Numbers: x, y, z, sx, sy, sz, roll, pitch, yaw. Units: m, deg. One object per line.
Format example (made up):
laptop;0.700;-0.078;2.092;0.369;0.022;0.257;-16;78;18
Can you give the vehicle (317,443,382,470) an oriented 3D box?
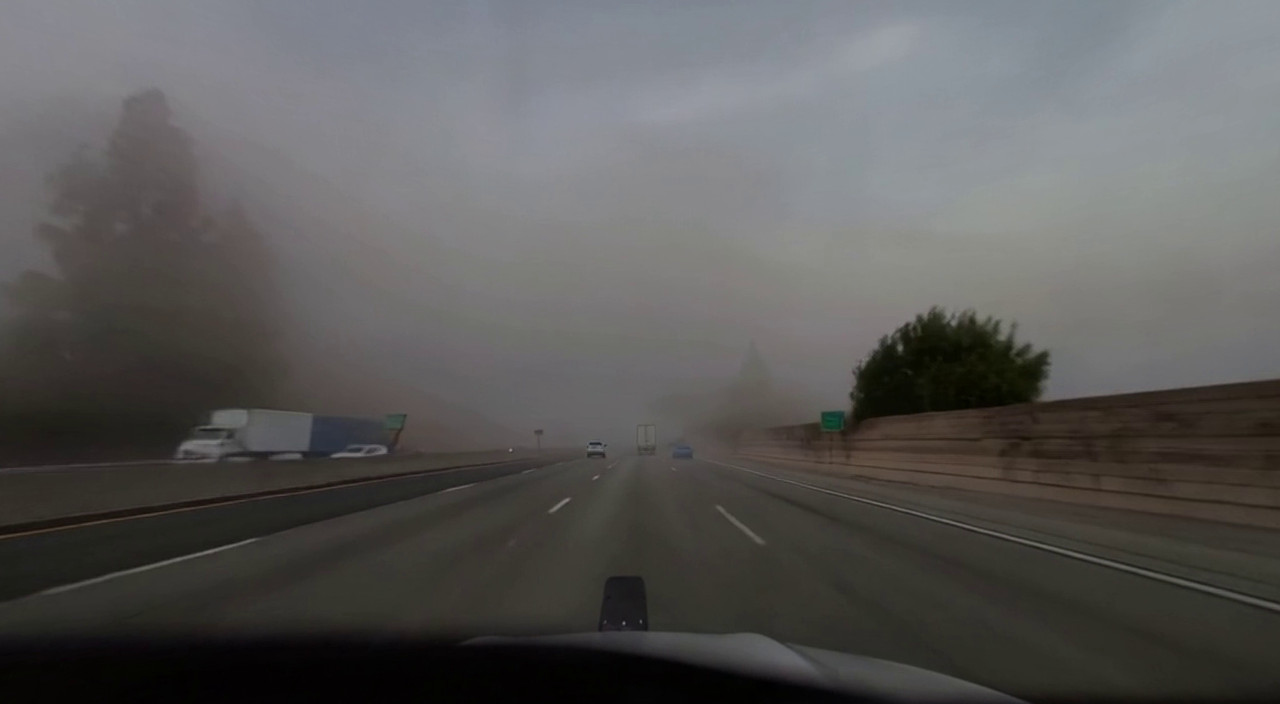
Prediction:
vehicle;-15.641;5.632;34.073;1.777;1.373;3.547;0;-8;0

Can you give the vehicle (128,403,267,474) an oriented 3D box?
vehicle;-23.669;4.695;34.142;2.990;3.503;6.029;0;-8;0
